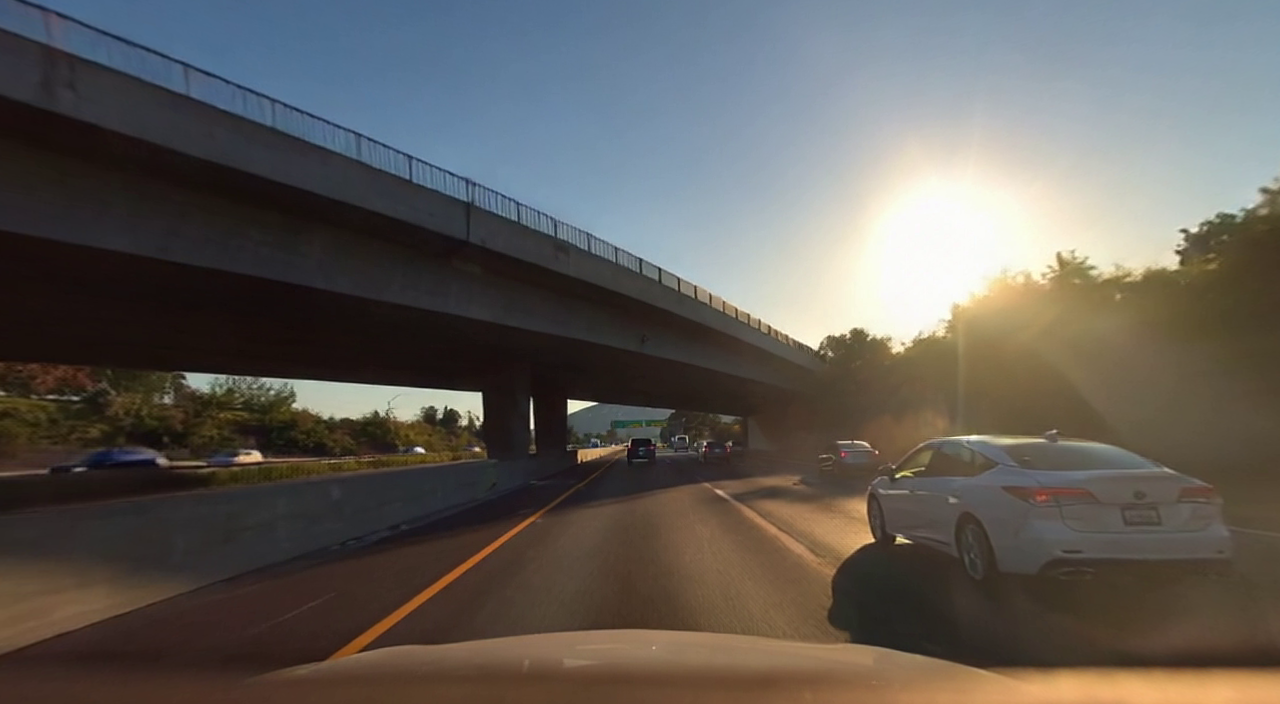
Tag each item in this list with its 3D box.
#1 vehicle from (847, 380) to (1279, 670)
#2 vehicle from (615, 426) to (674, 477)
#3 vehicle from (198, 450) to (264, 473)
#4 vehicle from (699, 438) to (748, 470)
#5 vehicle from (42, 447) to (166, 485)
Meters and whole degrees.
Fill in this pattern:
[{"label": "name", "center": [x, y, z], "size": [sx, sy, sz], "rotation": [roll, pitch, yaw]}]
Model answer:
[{"label": "vehicle", "center": [3.700, 1.314, 5.928], "size": [2.003, 1.661, 4.418], "rotation": [0, -8, 0]}, {"label": "vehicle", "center": [0.167, 4.007, 25.518], "size": [2.189, 1.852, 4.038], "rotation": [0, -8, 0]}, {"label": "vehicle", "center": [-31.134, 8.329, 48.190], "size": [2.027, 1.619, 4.468], "rotation": [0, -8, 0]}, {"label": "vehicle", "center": [4.146, 5.121, 31.896], "size": [1.825, 1.487, 4.034], "rotation": [0, -8, -1]}, {"label": "vehicle", "center": [-27.031, 5.739, 32.085], "size": [2.133, 1.710, 4.731], "rotation": [0, -8, 0]}]
